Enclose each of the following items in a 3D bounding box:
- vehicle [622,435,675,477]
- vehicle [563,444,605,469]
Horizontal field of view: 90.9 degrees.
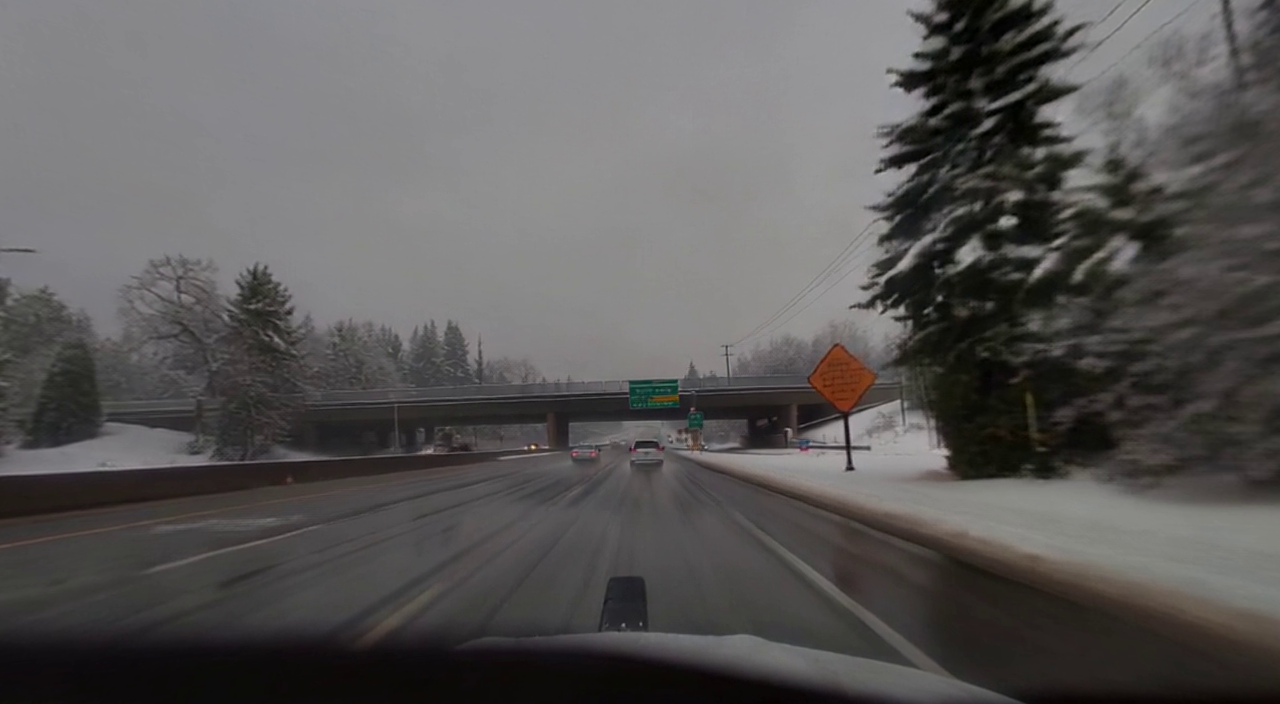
[{"bbox_3d":[0.362,4.573,27.906,2.152,1.697,4.066,0,-8,0],"label":"vehicle"},{"bbox_3d":[-3.365,6.380,38.836,2.056,1.464,4.564,0,-8,1],"label":"vehicle"}]
